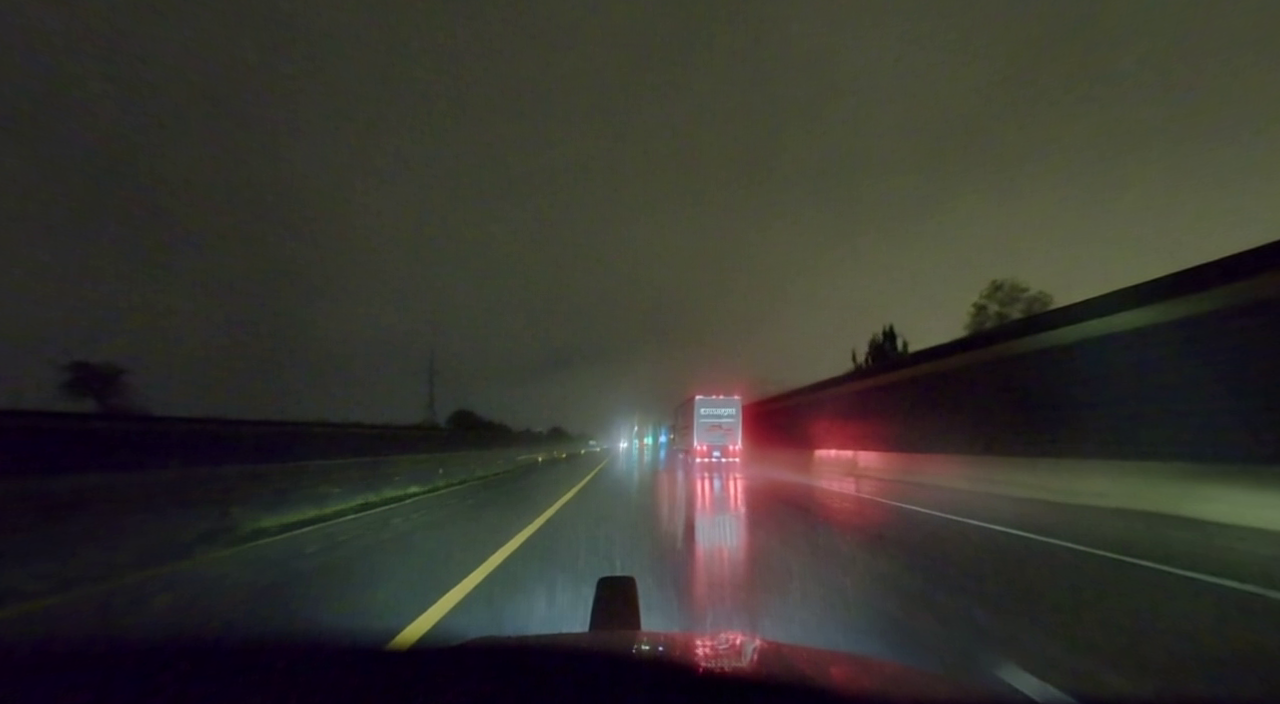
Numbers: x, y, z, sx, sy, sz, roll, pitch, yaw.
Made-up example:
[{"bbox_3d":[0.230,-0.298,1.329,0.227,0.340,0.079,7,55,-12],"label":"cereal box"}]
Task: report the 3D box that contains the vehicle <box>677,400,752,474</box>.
[{"bbox_3d":[3.480,4.225,31.192,2.702,3.193,7.196,-1,-8,-1],"label":"vehicle"}]
